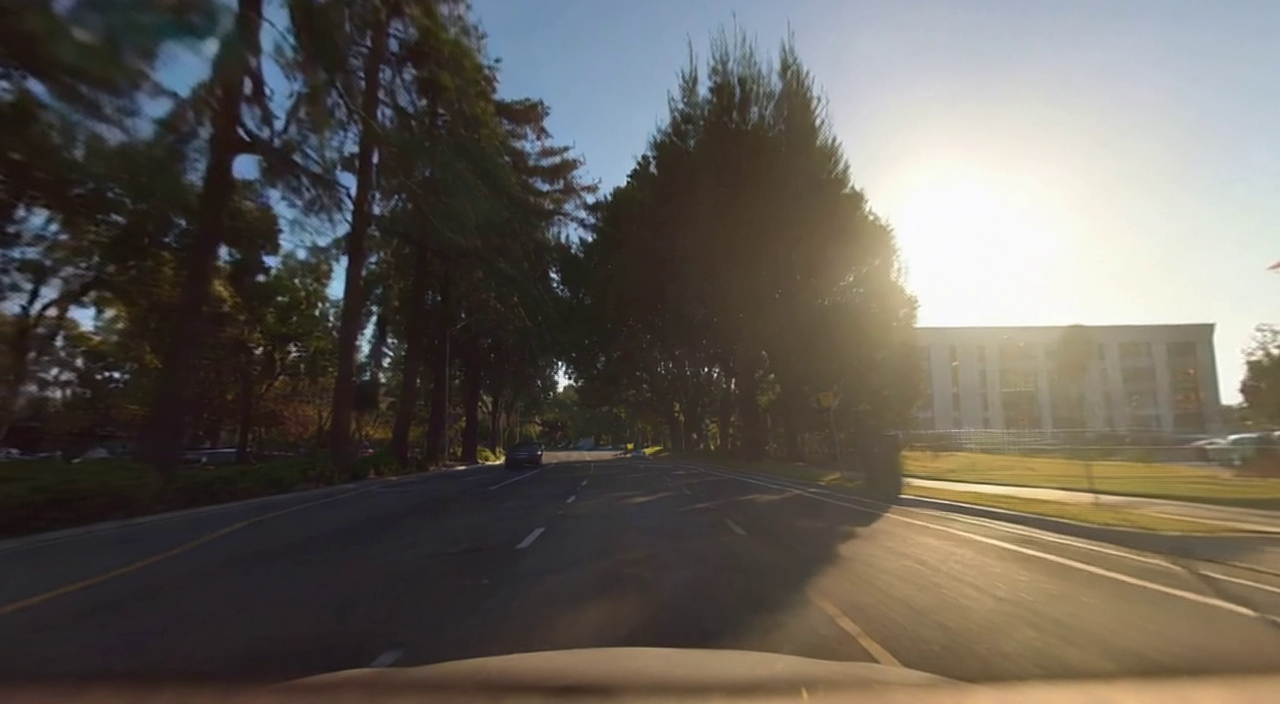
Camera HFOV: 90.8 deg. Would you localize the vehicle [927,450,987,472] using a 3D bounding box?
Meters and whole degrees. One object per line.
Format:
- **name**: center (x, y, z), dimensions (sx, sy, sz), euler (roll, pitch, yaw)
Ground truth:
- **vehicle**: center (23.932, 8.238, 47.931), dimensions (1.905, 1.575, 4.678), euler (0, -8, -3)
